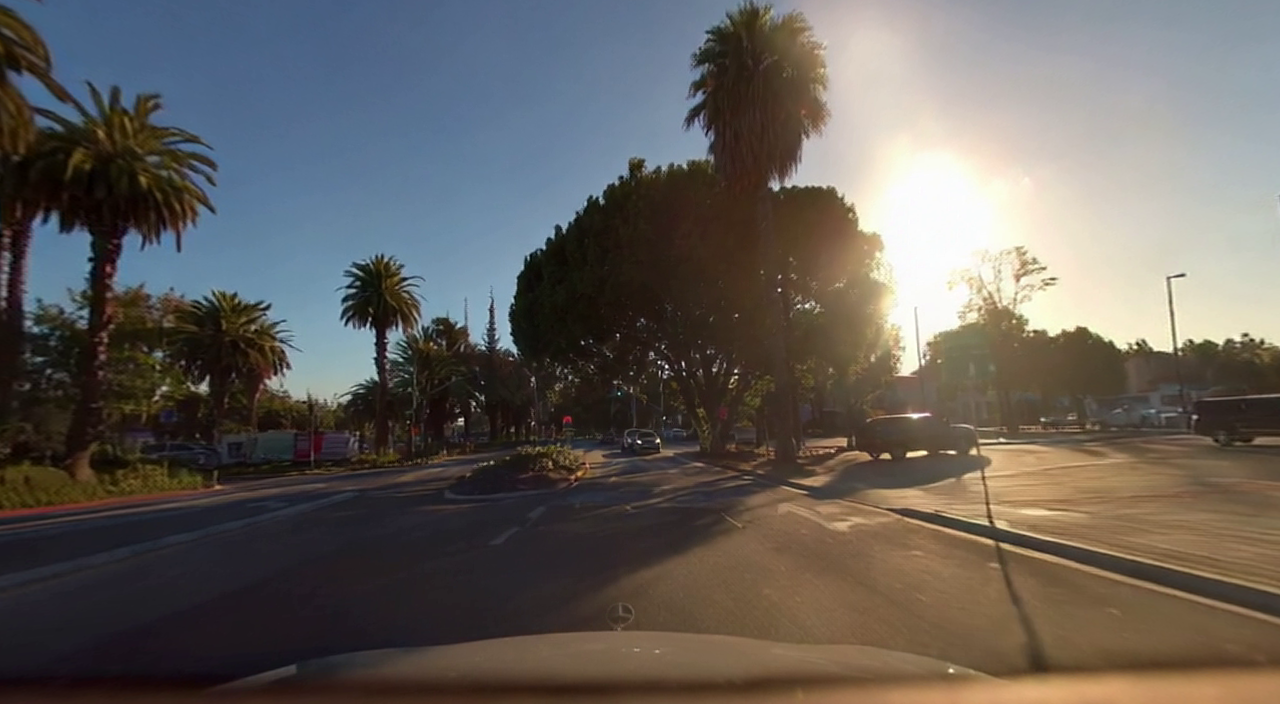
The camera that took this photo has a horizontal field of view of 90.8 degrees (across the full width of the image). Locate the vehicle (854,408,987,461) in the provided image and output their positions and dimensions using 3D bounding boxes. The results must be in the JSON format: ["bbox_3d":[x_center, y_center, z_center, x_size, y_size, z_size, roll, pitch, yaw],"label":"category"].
[{"bbox_3d":[12.484,3.679,27.920,6.059,2.082,2.703,7,-11,-37],"label":"vehicle"}]

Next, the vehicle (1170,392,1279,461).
[{"bbox_3d":[17.690,2.074,17.387,4.389,1.803,1.849,0,-8,2],"label":"vehicle"}]
